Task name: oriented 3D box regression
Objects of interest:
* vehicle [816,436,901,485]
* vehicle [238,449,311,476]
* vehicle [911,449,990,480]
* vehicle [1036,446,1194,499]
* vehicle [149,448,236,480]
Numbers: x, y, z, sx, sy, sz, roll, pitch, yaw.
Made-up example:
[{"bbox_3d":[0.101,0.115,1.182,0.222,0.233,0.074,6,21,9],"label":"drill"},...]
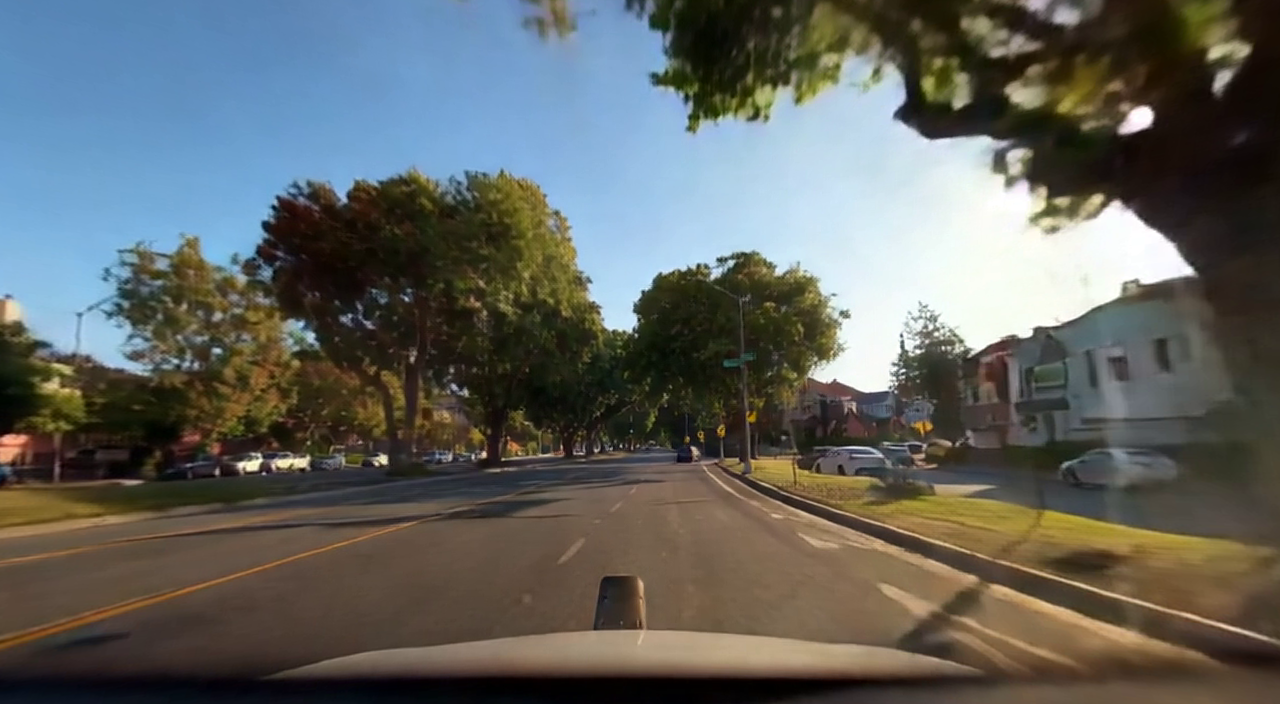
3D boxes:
[{"bbox_3d":[9.413,4.843,27.700,1.923,1.741,4.683,-3,-13,-1],"label":"vehicle"},{"bbox_3d":[-27.067,8.145,46.972,2.076,1.815,4.985,0,-9,5],"label":"vehicle"},{"bbox_3d":[16.500,5.962,33.859,1.969,1.465,4.930,0,-9,3],"label":"vehicle"},{"bbox_3d":[15.935,4.025,21.583,1.940,1.556,4.542,1,-9,1],"label":"vehicle"},{"bbox_3d":[-27.669,7.032,39.266,1.983,1.691,4.336,-3,-13,3],"label":"vehicle"}]
